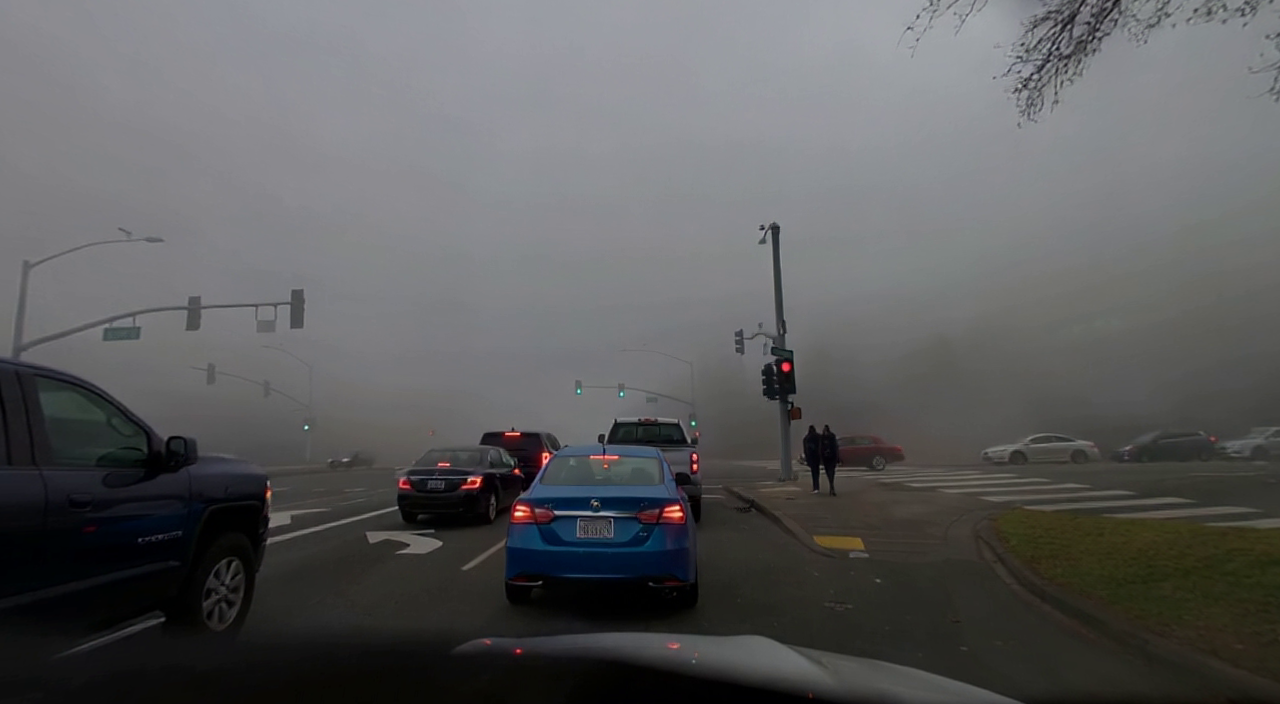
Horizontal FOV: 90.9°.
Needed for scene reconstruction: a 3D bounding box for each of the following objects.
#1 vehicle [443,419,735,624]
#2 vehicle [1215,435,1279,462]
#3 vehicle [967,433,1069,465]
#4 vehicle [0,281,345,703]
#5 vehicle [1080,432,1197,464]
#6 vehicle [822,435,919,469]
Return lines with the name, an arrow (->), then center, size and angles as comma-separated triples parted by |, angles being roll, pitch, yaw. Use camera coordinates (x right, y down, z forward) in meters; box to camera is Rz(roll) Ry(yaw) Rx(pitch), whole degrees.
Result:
vehicle -> -0.374, 1.590, 6.942 | 2.144, 1.497, 4.446 | 0, -9, 0
vehicle -> 36.268, 5.518, 36.146 | 4.643, 1.464, 1.840 | -1, -9, 3
vehicle -> 21.943, 5.661, 36.712 | 4.529, 1.786, 2.110 | 0, -9, 2
vehicle -> -3.680, 0.745, 2.809 | 2.202, 1.961, 4.980 | 0, -9, 1
vehicle -> 28.935, 5.576, 36.713 | 4.967, 1.794, 2.044 | 0, -9, 2
vehicle -> 12.214, 5.338, 33.628 | 4.394, 1.724, 1.886 | 0, -9, 1
